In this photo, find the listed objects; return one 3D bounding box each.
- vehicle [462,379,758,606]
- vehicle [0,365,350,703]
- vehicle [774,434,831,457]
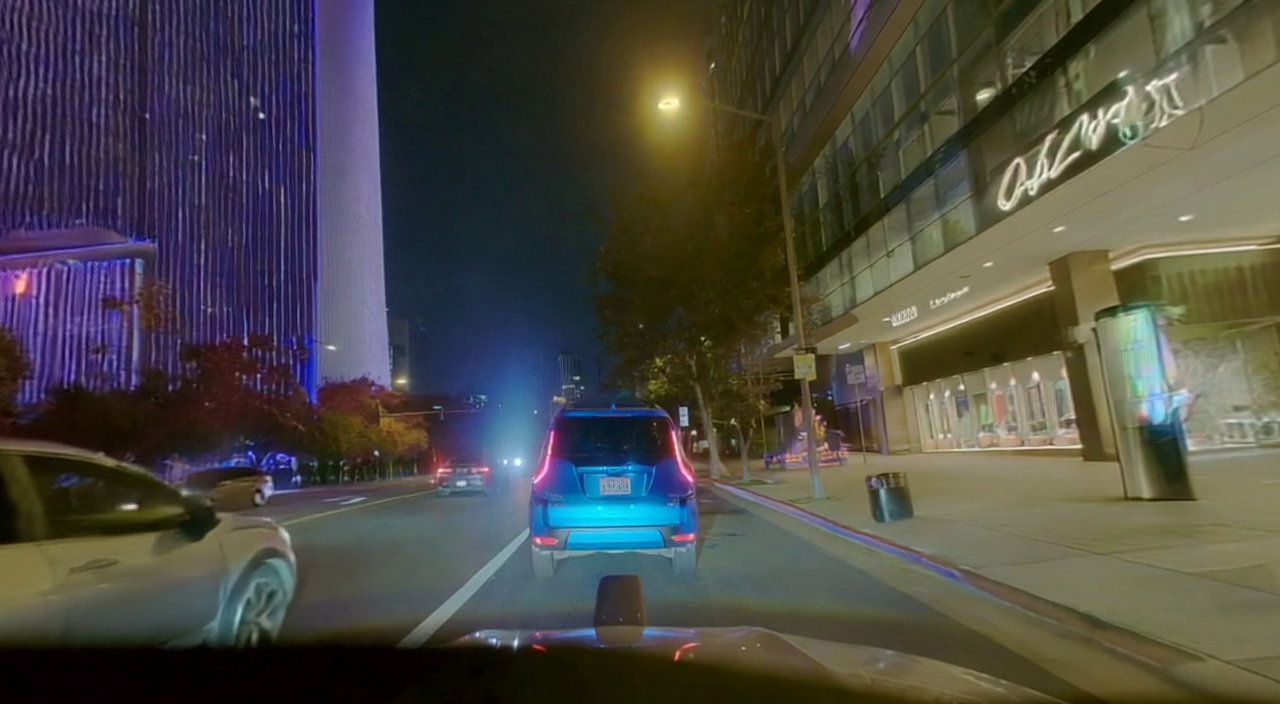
[{"bbox_3d":[-0.340,1.522,7.716,2.531,1.930,4.382,0,-8,-2],"label":"vehicle"},{"bbox_3d":[-3.340,0.997,3.004,1.971,1.658,4.428,0,-8,-3],"label":"vehicle"},{"bbox_3d":[10.461,5.990,40.427,1.877,1.416,3.965,-8,-12,41],"label":"vehicle"}]
